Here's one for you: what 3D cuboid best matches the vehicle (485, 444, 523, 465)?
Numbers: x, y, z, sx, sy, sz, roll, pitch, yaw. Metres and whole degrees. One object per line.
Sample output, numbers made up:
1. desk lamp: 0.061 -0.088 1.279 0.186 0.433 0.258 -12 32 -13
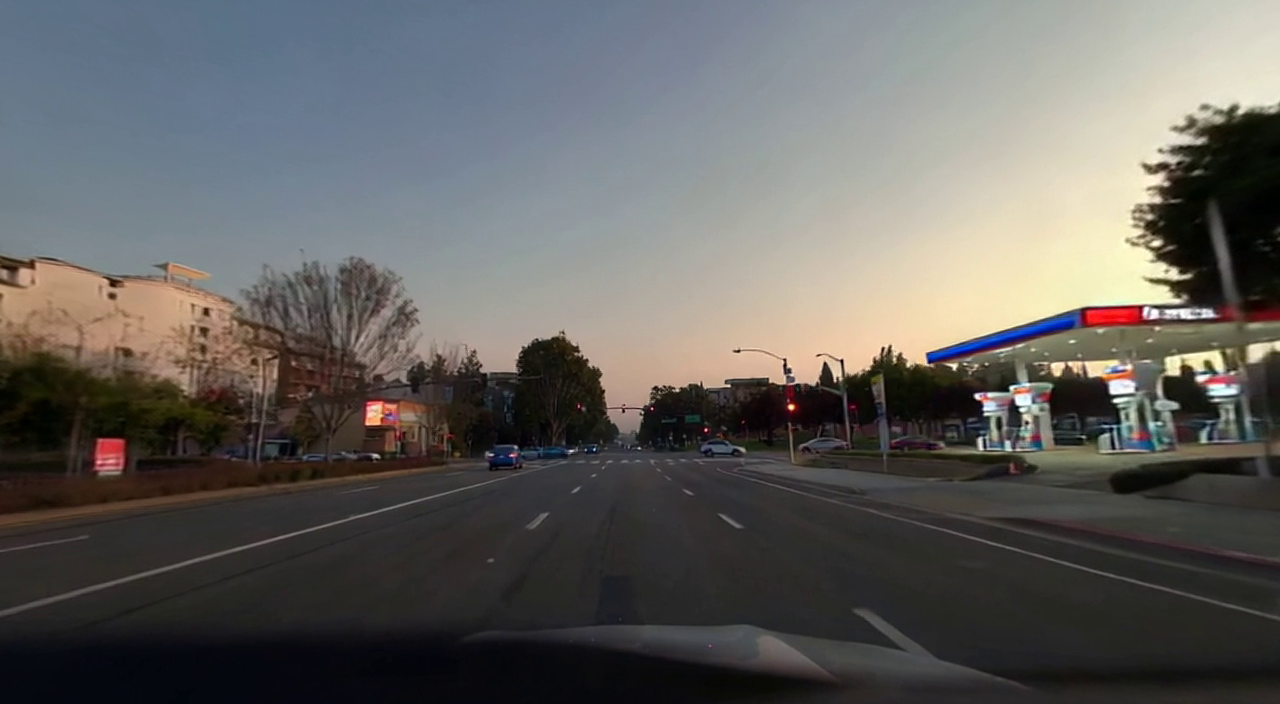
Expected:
1. vehicle: -10.379 7.842 48.387 1.899 1.460 4.880 0 -8 0
